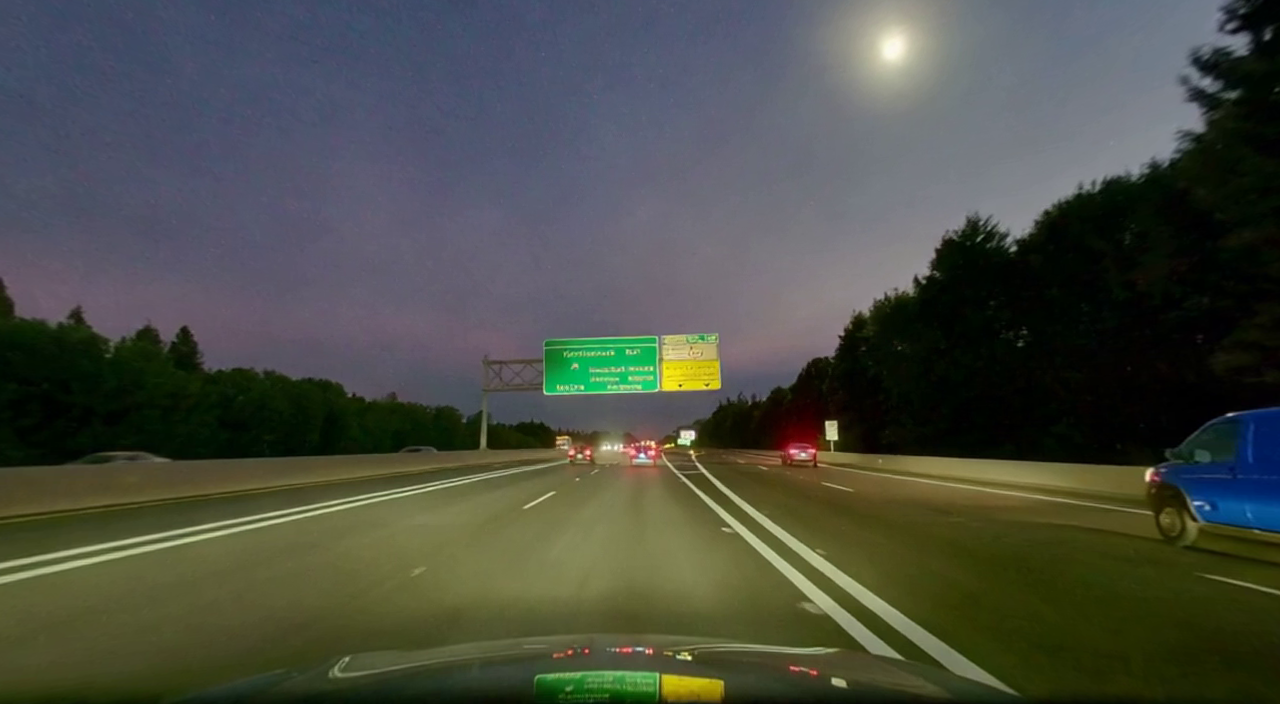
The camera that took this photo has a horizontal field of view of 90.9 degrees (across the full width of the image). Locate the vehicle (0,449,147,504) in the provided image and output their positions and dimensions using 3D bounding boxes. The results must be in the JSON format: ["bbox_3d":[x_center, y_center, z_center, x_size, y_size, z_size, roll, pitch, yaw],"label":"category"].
[{"bbox_3d":[-16.888,3.584,18.519,1.797,1.444,3.697,0,-9,-1],"label":"vehicle"}]

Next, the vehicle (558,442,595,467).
[{"bbox_3d":[-3.906,6.379,39.319,1.877,1.504,3.799,0,-9,1],"label":"vehicle"}]

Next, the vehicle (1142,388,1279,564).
[{"bbox_3d":[7.855,1.255,6.284,2.056,1.855,4.419,0,-9,1],"label":"vehicle"}]

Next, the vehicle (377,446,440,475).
[{"bbox_3d":[-13.309,6.250,36.535,1.970,1.518,4.342,0,-9,1],"label":"vehicle"}]

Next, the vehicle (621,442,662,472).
[{"bbox_3d":[0.028,5.397,32.498,2.002,1.449,3.612,0,-9,-1],"label":"vehicle"}]
